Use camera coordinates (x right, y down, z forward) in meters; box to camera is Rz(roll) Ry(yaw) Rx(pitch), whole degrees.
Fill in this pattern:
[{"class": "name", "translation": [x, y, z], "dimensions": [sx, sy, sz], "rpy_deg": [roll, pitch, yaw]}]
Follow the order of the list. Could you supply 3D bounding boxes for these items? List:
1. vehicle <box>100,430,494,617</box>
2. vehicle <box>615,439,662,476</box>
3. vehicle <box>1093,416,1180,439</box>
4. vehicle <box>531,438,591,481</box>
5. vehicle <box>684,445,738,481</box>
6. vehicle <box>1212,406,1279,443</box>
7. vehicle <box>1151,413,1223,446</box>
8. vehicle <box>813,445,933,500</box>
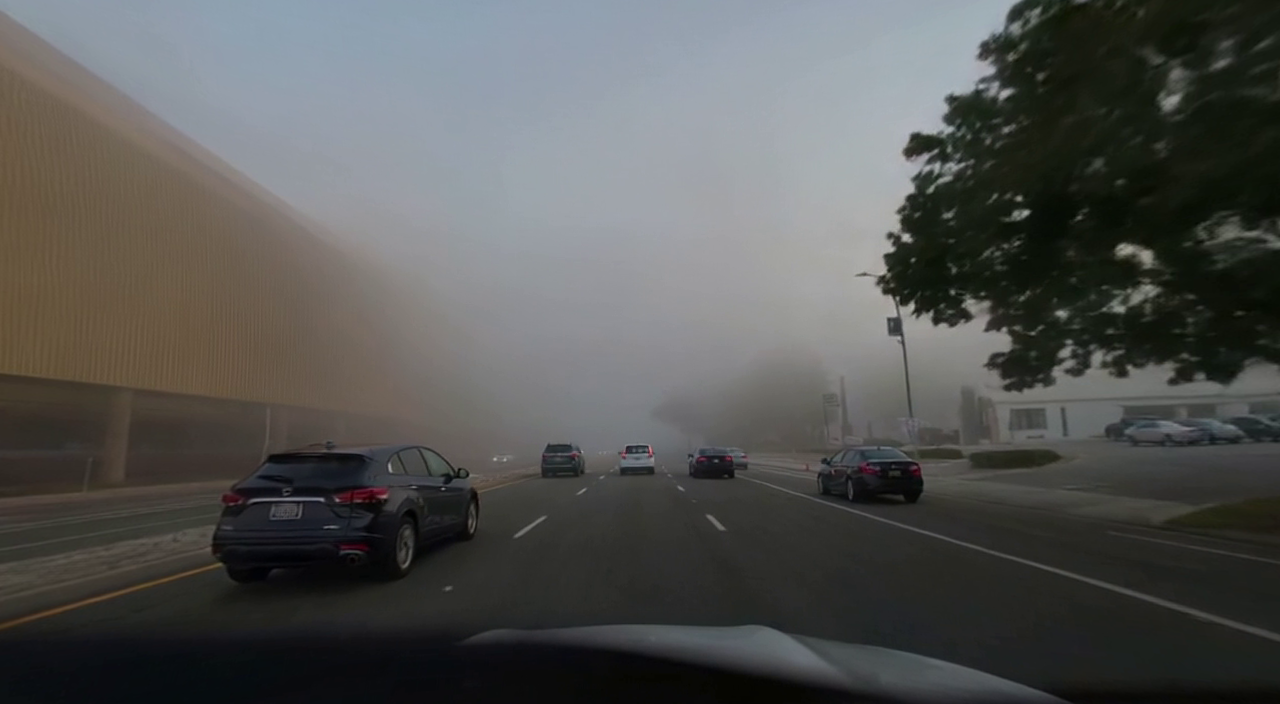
[{"class": "vehicle", "translation": [-3.288, 1.729, 7.356], "dimensions": [2.095, 1.486, 4.411], "rpy_deg": [0, -9, 0]}, {"class": "vehicle", "translation": [-0.089, 5.566, 33.530], "dimensions": [2.304, 1.795, 4.526], "rpy_deg": [0, -9, 0]}, {"class": "vehicle", "translation": [33.475, 5.158, 42.626], "dimensions": [1.762, 1.432, 4.136], "rpy_deg": [5, -10, -29]}, {"class": "vehicle", "translation": [-3.500, 4.875, 28.873], "dimensions": [2.117, 1.799, 4.442], "rpy_deg": [-1, -9, 1]}, {"class": "vehicle", "translation": [3.072, 4.876, 27.966], "dimensions": [1.884, 1.458, 4.245], "rpy_deg": [0, -9, 0]}, {"class": "vehicle", "translation": [30.973, 3.684, 31.613], "dimensions": [1.993, 1.708, 4.464], "rpy_deg": [-4, -10, 25]}, {"class": "vehicle", "translation": [28.317, 4.032, 32.772], "dimensions": [1.830, 1.465, 4.252], "rpy_deg": [-9, -11, 29]}, {"class": "vehicle", "translation": [6.941, 3.625, 19.368], "dimensions": [1.865, 1.458, 4.605], "rpy_deg": [0, -9, 0]}]
